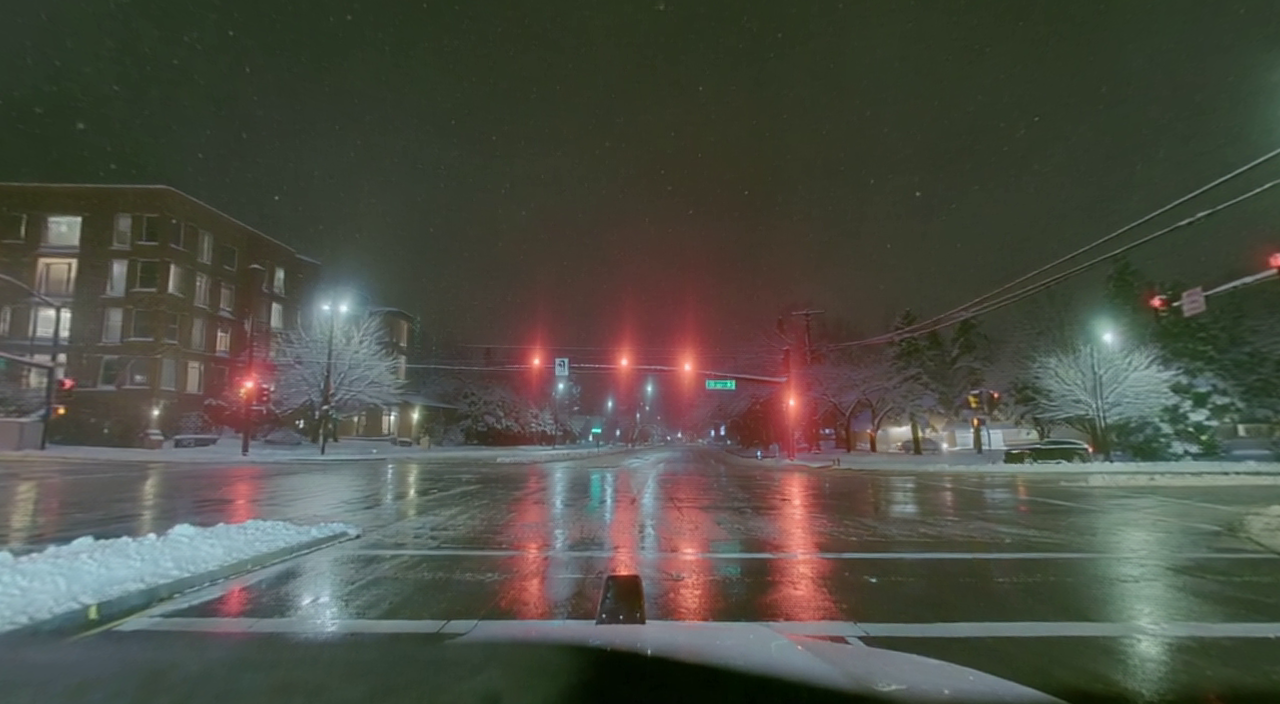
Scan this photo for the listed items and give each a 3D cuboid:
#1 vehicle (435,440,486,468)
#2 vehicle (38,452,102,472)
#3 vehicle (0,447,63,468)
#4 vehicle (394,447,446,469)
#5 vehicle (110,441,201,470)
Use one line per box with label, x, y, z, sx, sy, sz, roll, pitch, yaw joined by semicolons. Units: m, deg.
vehicle;-11.960;6.801;42.316;2.080;1.763;4.341;0;-8;0
vehicle;-41.593;8.016;46.165;1.552;1.339;3.340;-2;-9;-1
vehicle;-45.247;7.768;46.594;1.858;1.467;3.624;0;-8;1
vehicle;-15.525;7.449;44.809;2.056;1.450;4.343;0;-8;0
vehicle;-34.915;7.433;45.743;2.204;1.955;5.518;0;-8;0
